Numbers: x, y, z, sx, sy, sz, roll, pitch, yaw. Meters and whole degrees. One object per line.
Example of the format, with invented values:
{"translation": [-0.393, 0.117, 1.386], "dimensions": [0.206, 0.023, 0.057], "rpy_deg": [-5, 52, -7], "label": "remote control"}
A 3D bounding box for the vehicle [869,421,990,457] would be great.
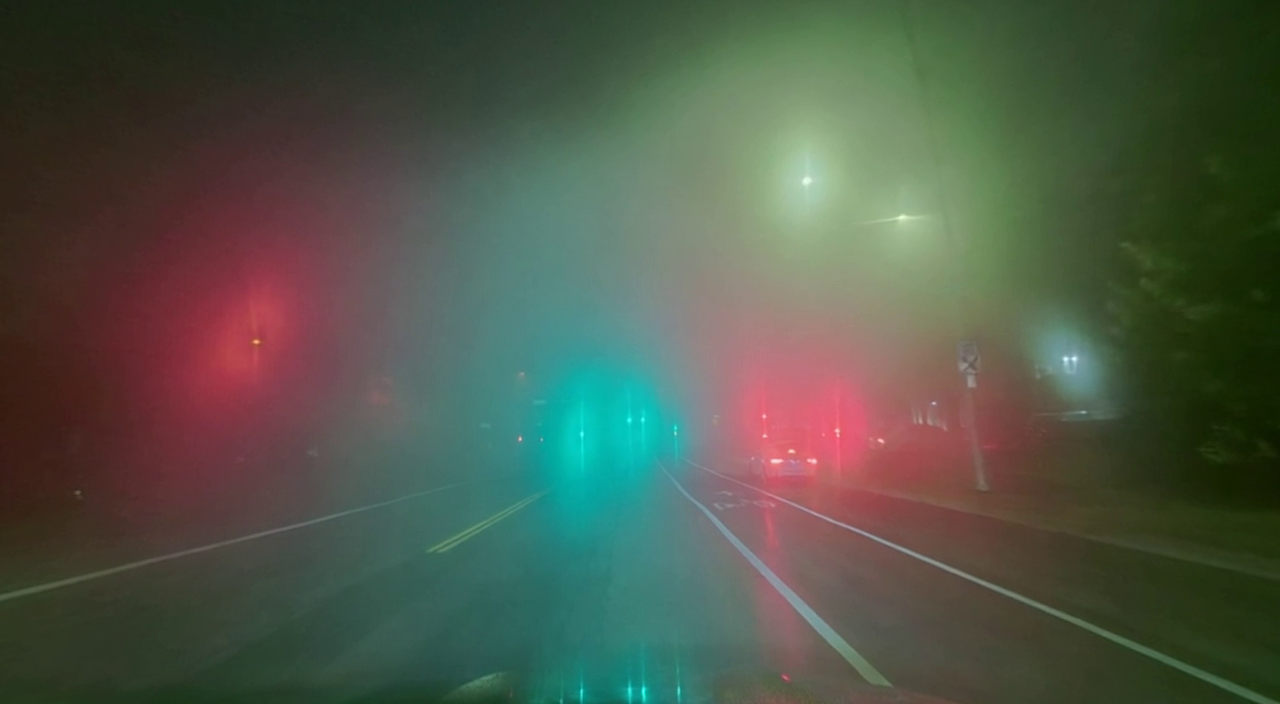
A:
{"translation": [12.265, 3.717, 26.944], "dimensions": [4.227, 1.451, 1.874], "rpy_deg": [0, -8, 1], "label": "vehicle"}

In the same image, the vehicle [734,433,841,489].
{"translation": [4.230, 3.223, 18.968], "dimensions": [2.006, 1.448, 4.671], "rpy_deg": [0, -8, -1], "label": "vehicle"}
